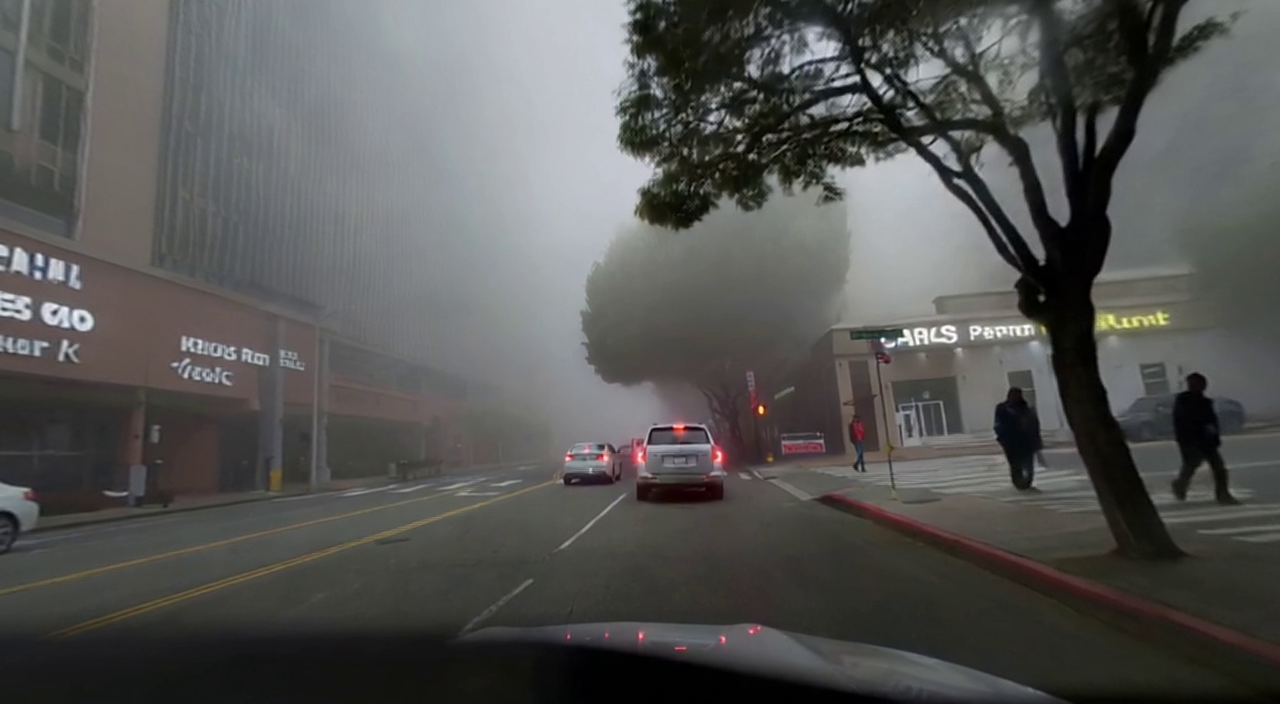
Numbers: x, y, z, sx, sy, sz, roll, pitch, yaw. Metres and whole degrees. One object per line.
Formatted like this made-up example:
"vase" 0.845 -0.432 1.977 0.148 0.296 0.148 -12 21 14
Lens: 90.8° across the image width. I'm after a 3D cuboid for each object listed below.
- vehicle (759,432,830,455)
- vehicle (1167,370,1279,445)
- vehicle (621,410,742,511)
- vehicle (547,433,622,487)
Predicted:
"vehicle" 10.549 6.287 43.415 4.426 1.490 1.862 -1 -8 3
"vehicle" 13.433 1.141 12.605 4.189 1.395 1.725 0 -8 2
"vehicle" 0.893 2.468 14.783 2.352 1.953 4.796 -1 -8 2
"vehicle" -1.847 3.774 22.359 2.023 1.702 4.152 -1 -8 4
